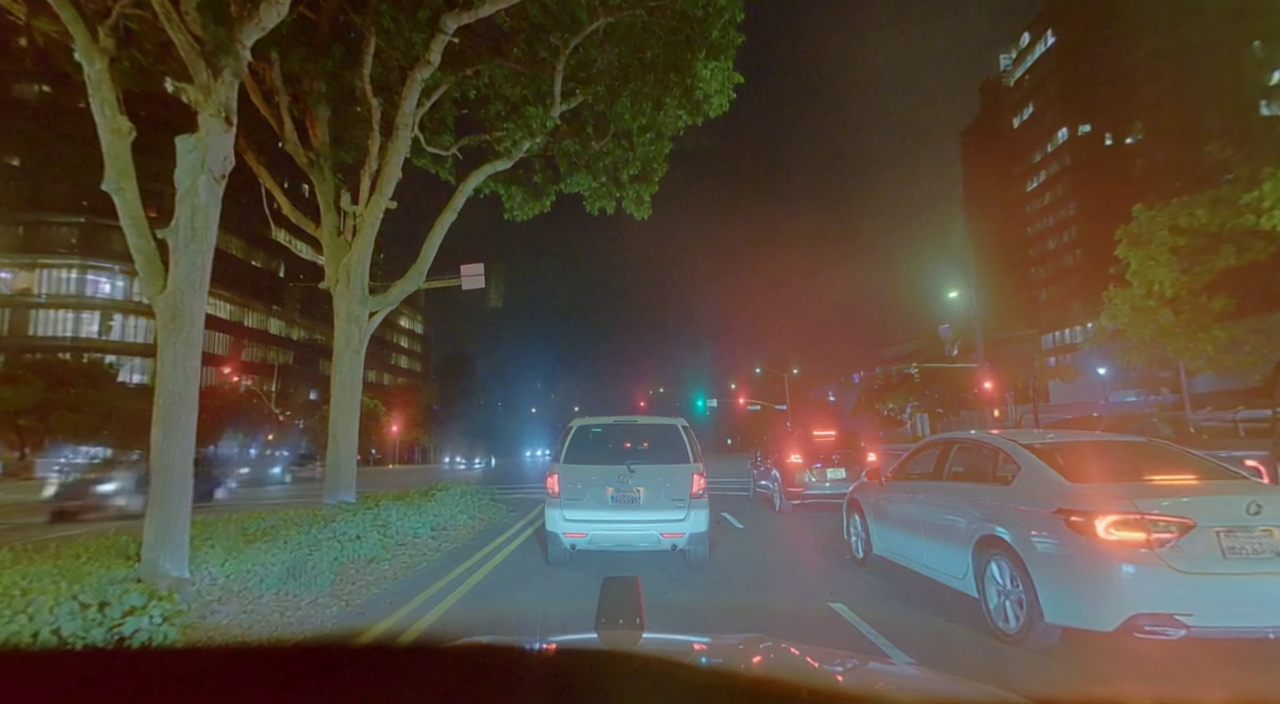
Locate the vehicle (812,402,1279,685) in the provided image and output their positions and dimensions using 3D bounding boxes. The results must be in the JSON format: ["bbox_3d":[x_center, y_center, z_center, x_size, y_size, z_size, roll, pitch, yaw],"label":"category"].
[{"bbox_3d":[3.365,1.422,5.977,2.034,1.558,4.774,0,-9,-1],"label":"vehicle"}]

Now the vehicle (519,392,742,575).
[{"bbox_3d":[-0.185,1.647,8.611,2.236,1.827,4.316,0,-9,-3],"label":"vehicle"}]

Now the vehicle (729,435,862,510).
[{"bbox_3d":[3.513,2.805,15.185,2.004,1.523,4.263,0,-9,-2],"label":"vehicle"}]

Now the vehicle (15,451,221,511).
[{"bbox_3d":[-14.567,3.590,18.088,2.035,1.454,4.513,0,-9,0],"label":"vehicle"}]

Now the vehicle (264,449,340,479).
[{"bbox_3d":[-20.789,6.892,39.106,2.132,1.695,4.619,0,-9,-1],"label":"vehicle"}]
